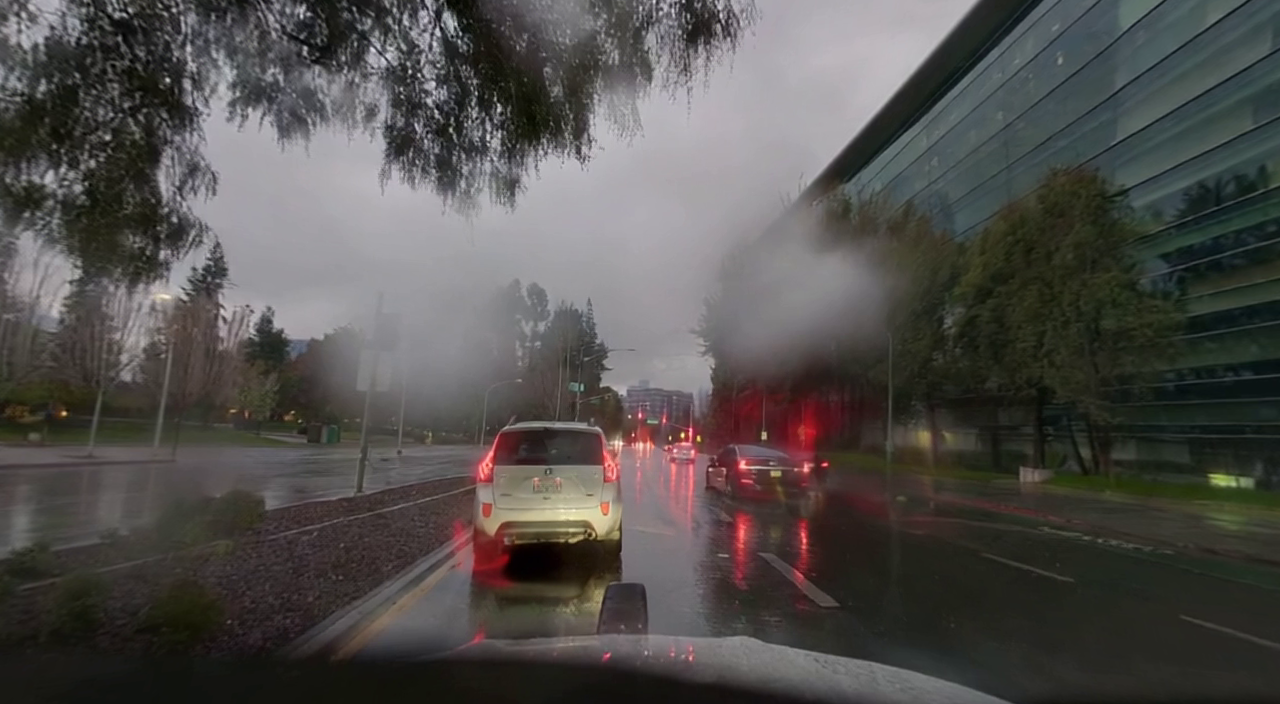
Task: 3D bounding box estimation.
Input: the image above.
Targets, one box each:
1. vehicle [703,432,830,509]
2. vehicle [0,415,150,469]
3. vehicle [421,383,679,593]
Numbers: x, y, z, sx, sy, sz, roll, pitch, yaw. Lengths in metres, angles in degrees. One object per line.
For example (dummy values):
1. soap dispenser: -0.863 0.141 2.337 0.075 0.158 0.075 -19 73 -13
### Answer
1. vehicle: 3.368 3.259 17.817 2.301 1.716 4.856 4 -9 -3
2. vehicle: -18.851 2.949 20.435 1.911 1.542 4.748 0 -8 1
3. vehicle: -1.139 1.559 8.107 2.275 1.819 4.883 1 -9 -9
